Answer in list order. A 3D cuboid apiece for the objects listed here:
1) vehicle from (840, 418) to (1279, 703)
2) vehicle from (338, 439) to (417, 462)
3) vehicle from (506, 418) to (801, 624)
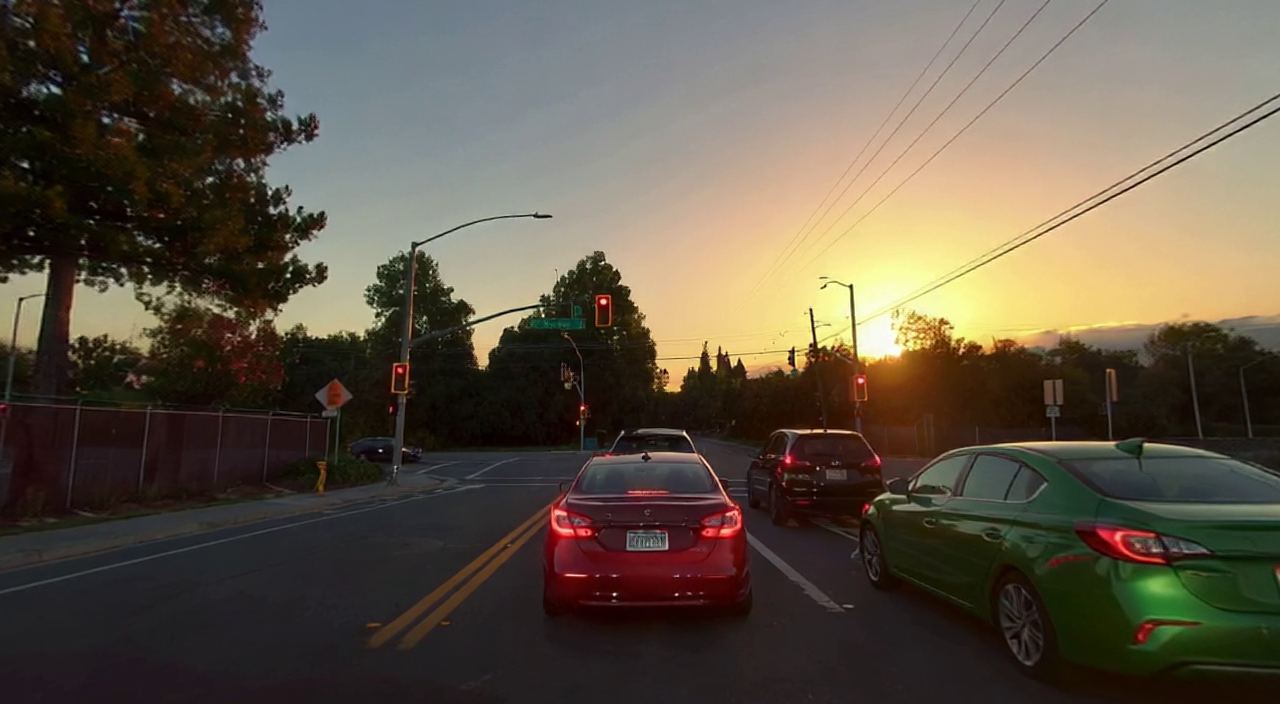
[{"bbox_3d":[3.098,1.255,4.224,2.027,1.432,4.431,0,-8,0],"label":"vehicle"},{"bbox_3d":[-17.228,6.453,41.460,4.406,1.458,1.892,-1,-8,7],"label":"vehicle"},{"bbox_3d":[0.076,1.570,6.896,2.170,1.497,4.369,0,-8,-1],"label":"vehicle"}]
